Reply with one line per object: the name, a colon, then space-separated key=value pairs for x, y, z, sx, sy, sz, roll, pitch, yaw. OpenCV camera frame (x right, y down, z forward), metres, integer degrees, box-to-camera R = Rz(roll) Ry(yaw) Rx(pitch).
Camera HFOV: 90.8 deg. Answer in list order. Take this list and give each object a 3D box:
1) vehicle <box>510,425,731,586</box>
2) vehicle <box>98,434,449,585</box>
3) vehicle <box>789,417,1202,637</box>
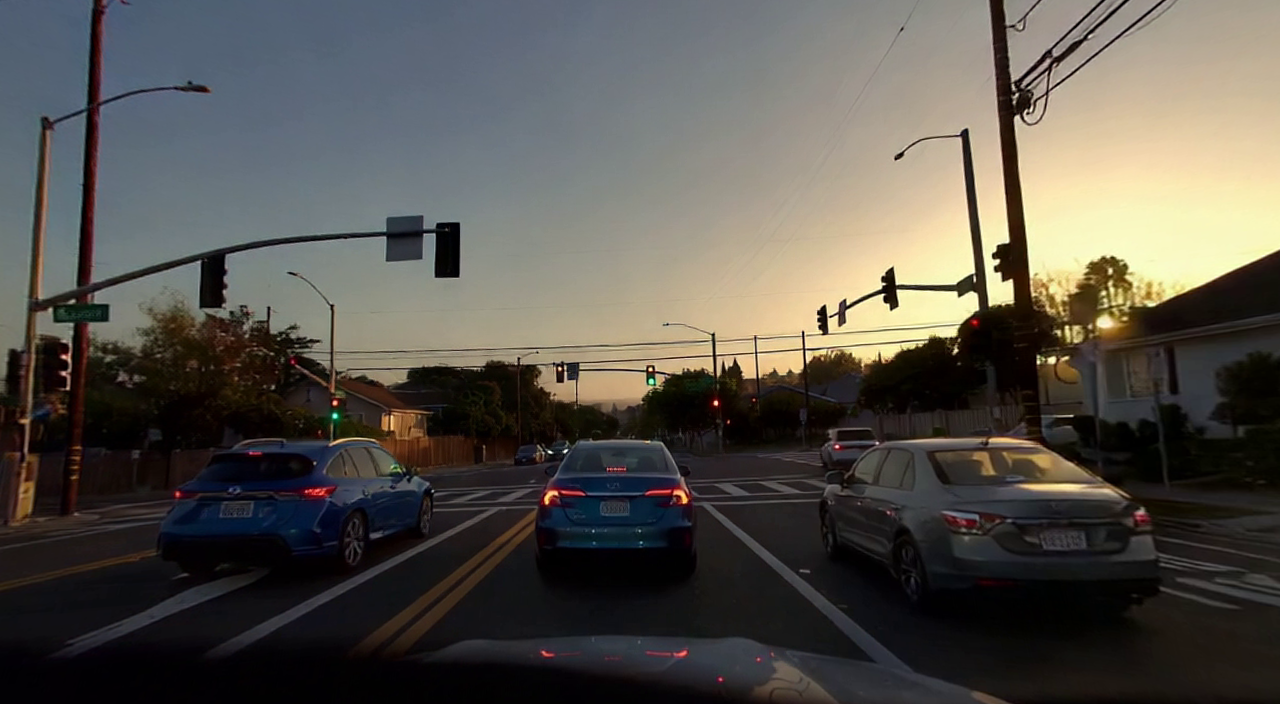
vehicle: x=-0.216 y=1.752 z=8.082 sx=2.061 sy=1.485 sz=4.196 roll=0 pitch=-8 yaw=-1
vehicle: x=-4.354 y=1.907 z=8.573 sx=2.106 sy=1.492 sz=4.312 roll=0 pitch=-8 yaw=1
vehicle: x=2.908 y=1.483 z=6.279 sx=1.860 sy=1.494 sz=3.707 roll=0 pitch=-8 yaw=-1
